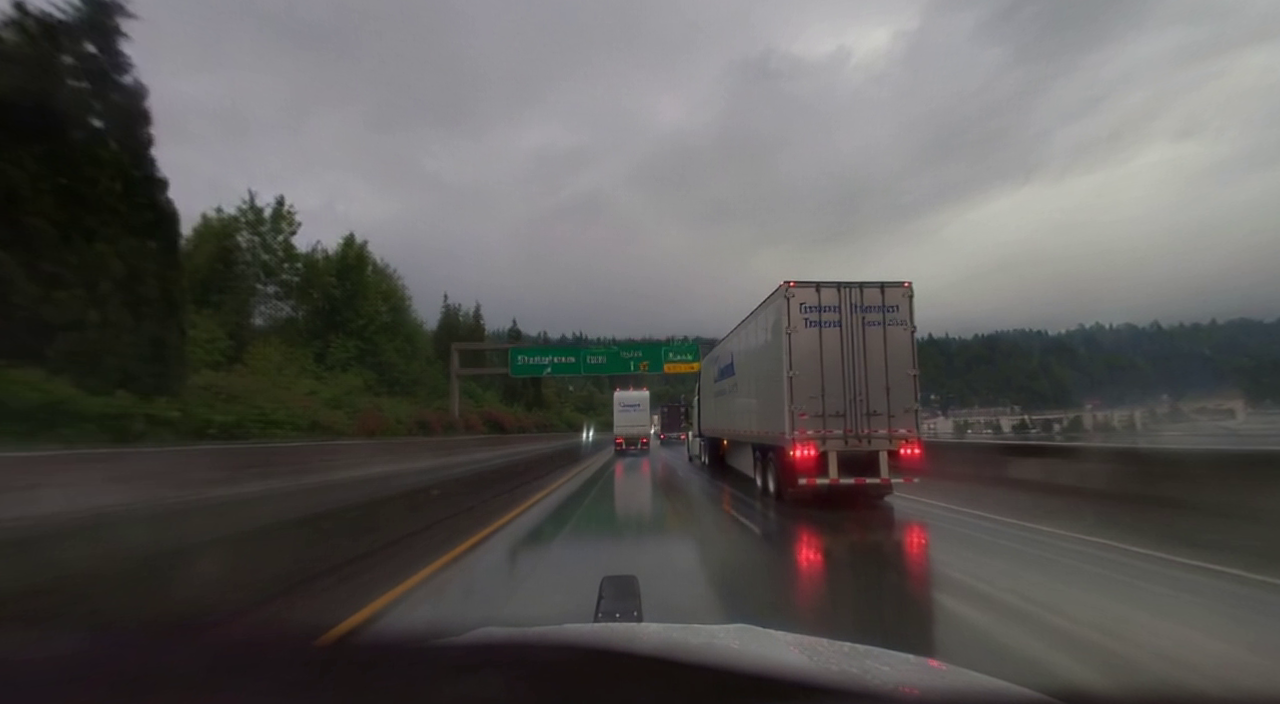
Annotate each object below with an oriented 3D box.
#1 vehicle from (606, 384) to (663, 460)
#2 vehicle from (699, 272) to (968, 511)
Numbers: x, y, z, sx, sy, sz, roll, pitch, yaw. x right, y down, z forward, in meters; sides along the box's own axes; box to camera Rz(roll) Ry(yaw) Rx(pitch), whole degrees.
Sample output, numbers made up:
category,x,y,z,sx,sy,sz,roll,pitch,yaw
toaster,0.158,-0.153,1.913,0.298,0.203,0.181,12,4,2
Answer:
category,x,y,z,sx,sy,sz,roll,pitch,yaw
vehicle,-0.347,4.322,37.728,2.958,3.917,10.196,0,-8,-1
vehicle,3.988,1.613,18.125,2.856,4.145,14.500,0,-8,-1
